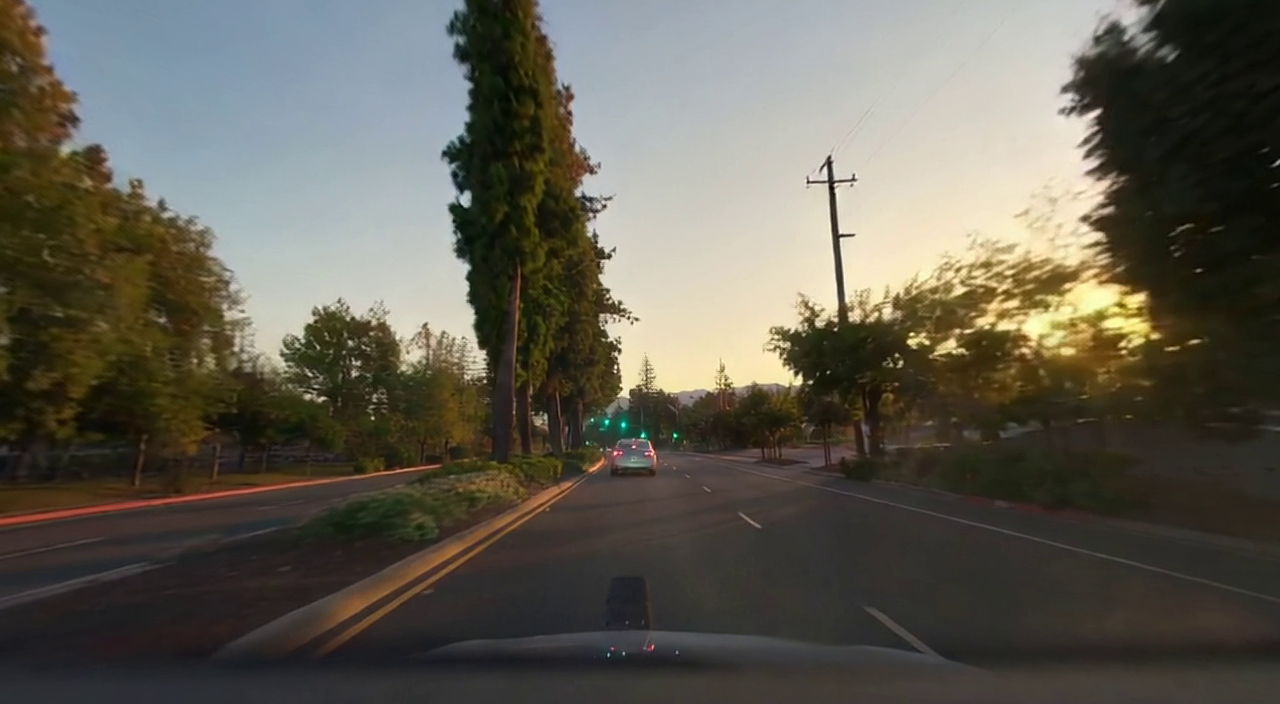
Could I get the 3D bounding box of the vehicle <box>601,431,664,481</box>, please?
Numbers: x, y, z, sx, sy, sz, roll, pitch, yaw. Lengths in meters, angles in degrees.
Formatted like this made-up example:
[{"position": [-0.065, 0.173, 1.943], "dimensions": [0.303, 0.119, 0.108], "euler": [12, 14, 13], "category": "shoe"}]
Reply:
[{"position": [-0.267, 3.932, 24.043], "dimensions": [2.192, 1.734, 4.176], "euler": [0, -8, 0], "category": "vehicle"}]
